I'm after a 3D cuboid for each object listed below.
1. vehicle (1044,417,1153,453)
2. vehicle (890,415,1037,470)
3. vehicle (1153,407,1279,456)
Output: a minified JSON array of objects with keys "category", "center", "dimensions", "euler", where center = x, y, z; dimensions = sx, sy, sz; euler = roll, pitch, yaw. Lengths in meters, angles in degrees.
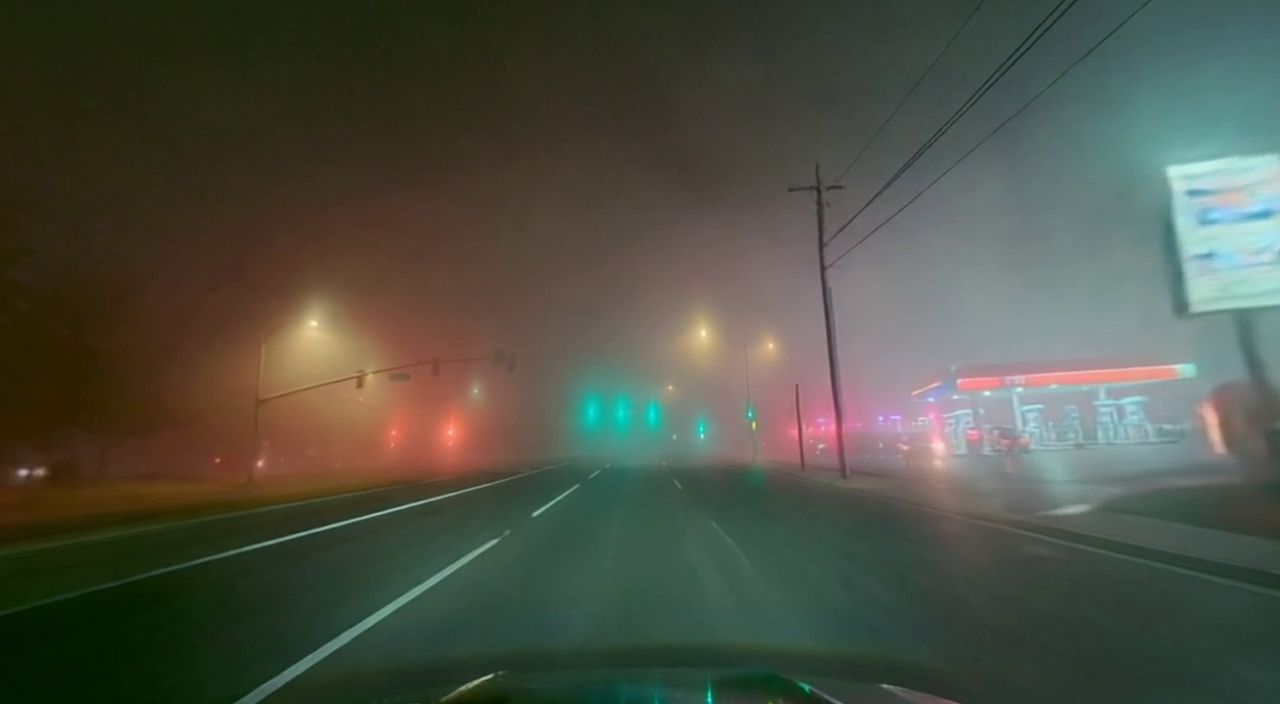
[{"category":"vehicle","center":[26.904,4.894,37.051],"dimensions":[5.031,1.746,1.999],"euler":[-1,-10,-9]},{"category":"vehicle","center":[13.441,3.777,26.432],"dimensions":[4.821,1.788,2.132],"euler":[-5,-8,0]},{"category":"vehicle","center":[25.560,3.272,26.251],"dimensions":[6.381,1.869,2.512],"euler":[0,-7,-5]}]
